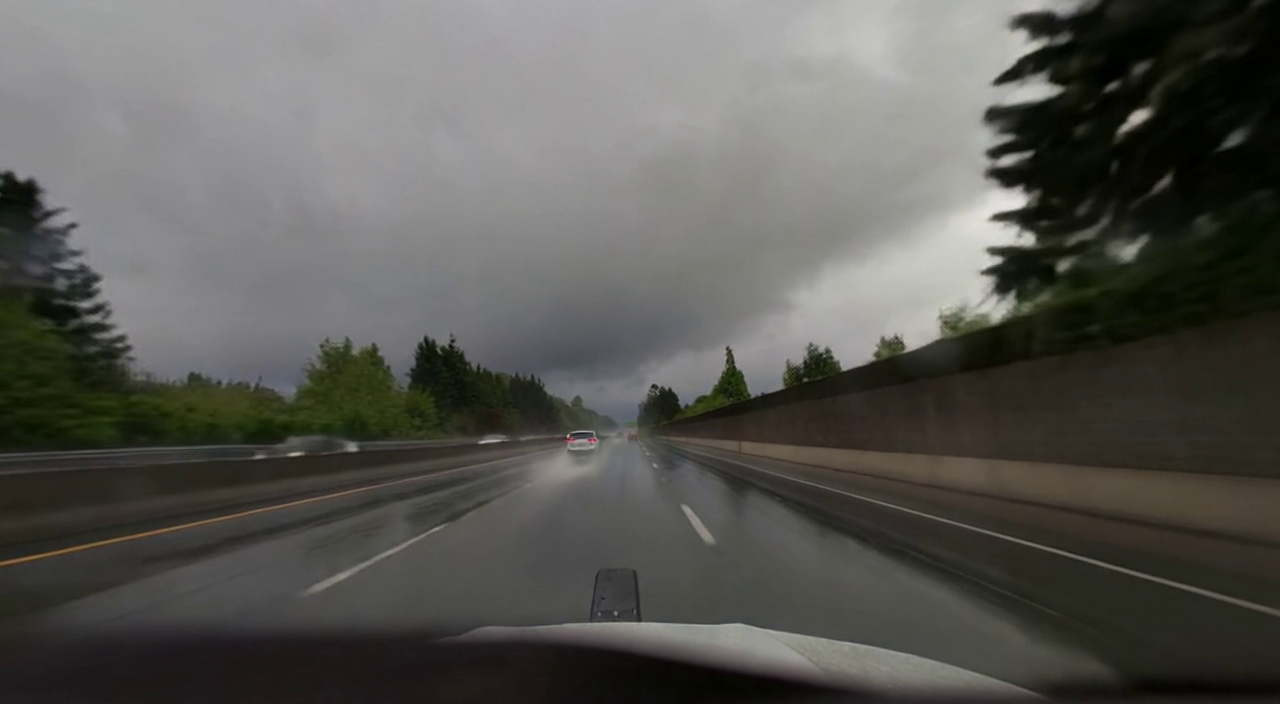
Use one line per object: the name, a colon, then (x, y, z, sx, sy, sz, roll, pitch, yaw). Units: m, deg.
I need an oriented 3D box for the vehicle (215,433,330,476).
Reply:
vehicle: (-13.757, 3.820, 23.932, 1.917, 1.466, 4.269, 0, -8, -2)

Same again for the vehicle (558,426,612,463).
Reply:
vehicle: (-2.772, 4.763, 32.672, 2.306, 1.730, 4.606, 0, -8, 1)
